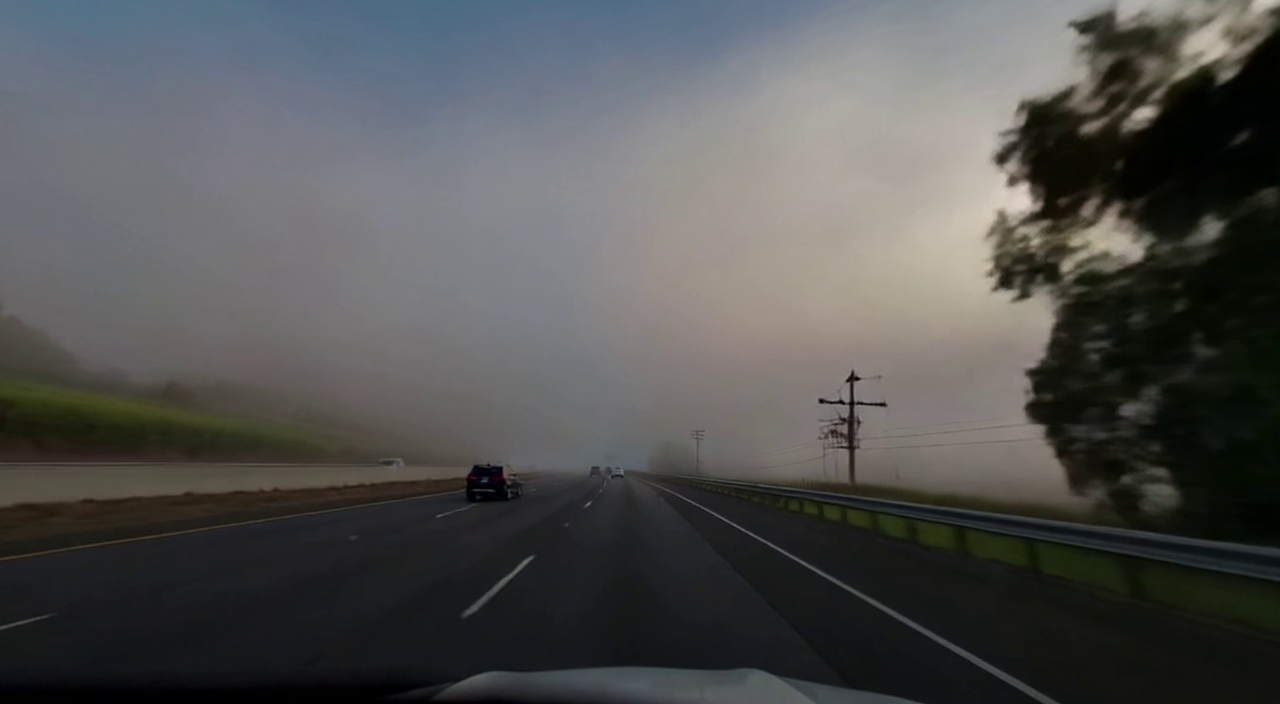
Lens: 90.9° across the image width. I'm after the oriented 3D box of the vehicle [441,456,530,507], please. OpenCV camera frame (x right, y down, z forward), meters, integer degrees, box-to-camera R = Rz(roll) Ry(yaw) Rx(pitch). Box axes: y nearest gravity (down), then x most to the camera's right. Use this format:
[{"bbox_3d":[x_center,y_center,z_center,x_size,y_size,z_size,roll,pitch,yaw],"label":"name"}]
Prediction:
[{"bbox_3d":[-5.728,4.889,24.011,2.194,1.704,4.421,0,-10,1],"label":"vehicle"}]
